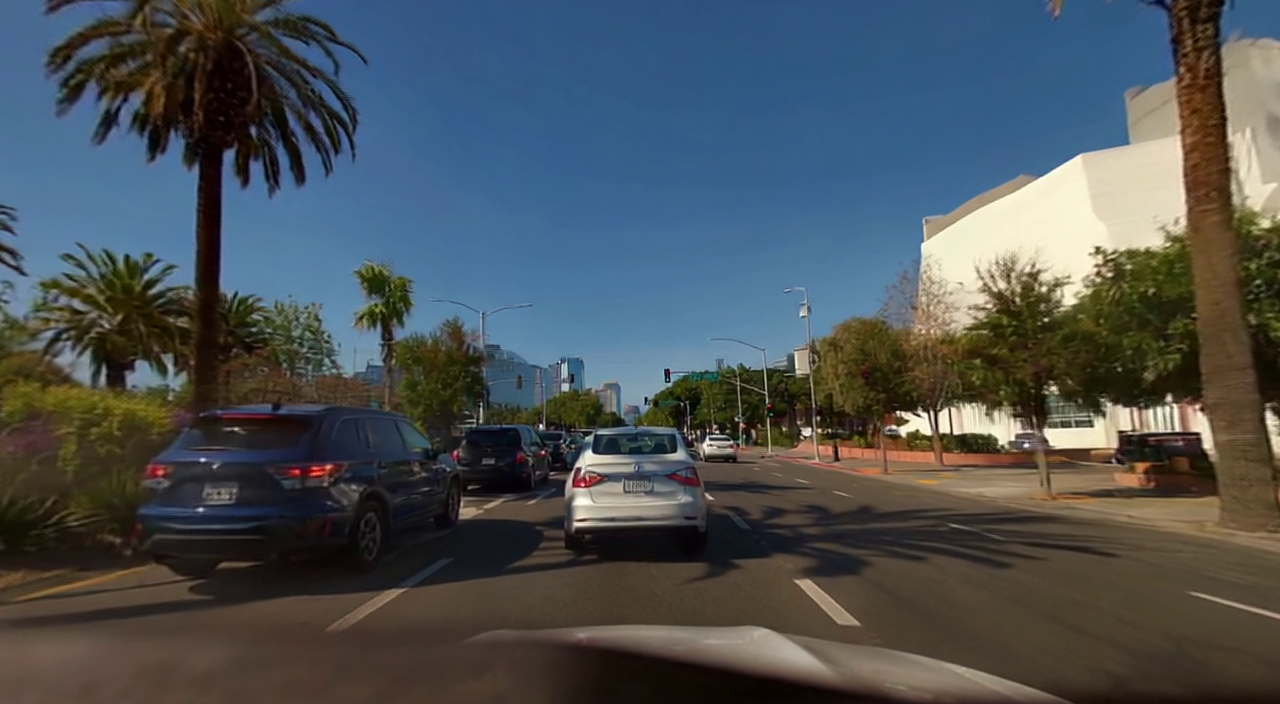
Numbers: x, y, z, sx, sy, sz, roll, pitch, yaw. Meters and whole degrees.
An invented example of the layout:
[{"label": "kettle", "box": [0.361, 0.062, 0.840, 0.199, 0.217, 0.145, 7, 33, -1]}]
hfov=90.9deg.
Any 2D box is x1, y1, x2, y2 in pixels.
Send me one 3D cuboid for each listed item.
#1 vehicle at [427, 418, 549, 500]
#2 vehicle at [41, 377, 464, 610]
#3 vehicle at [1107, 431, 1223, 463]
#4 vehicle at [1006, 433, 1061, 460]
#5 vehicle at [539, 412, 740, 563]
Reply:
[{"label": "vehicle", "box": [-3.441, 2.526, 15.136, 1.840, 1.684, 4.041, 0, -8, 1]}, {"label": "vehicle", "box": [-3.524, 1.380, 6.992, 1.914, 1.741, 4.398, 0, -8, -1]}, {"label": "vehicle", "box": [25.454, 4.619, 30.674, 3.914, 1.427, 1.779, -2, -8, 6]}, {"label": "vehicle", "box": [26.087, 6.266, 41.932, 1.882, 1.672, 3.957, -2, -9, 14]}, {"label": "vehicle", "box": [-0.042, 1.753, 8.872, 2.114, 1.585, 4.285, 0, -8, -1]}]
